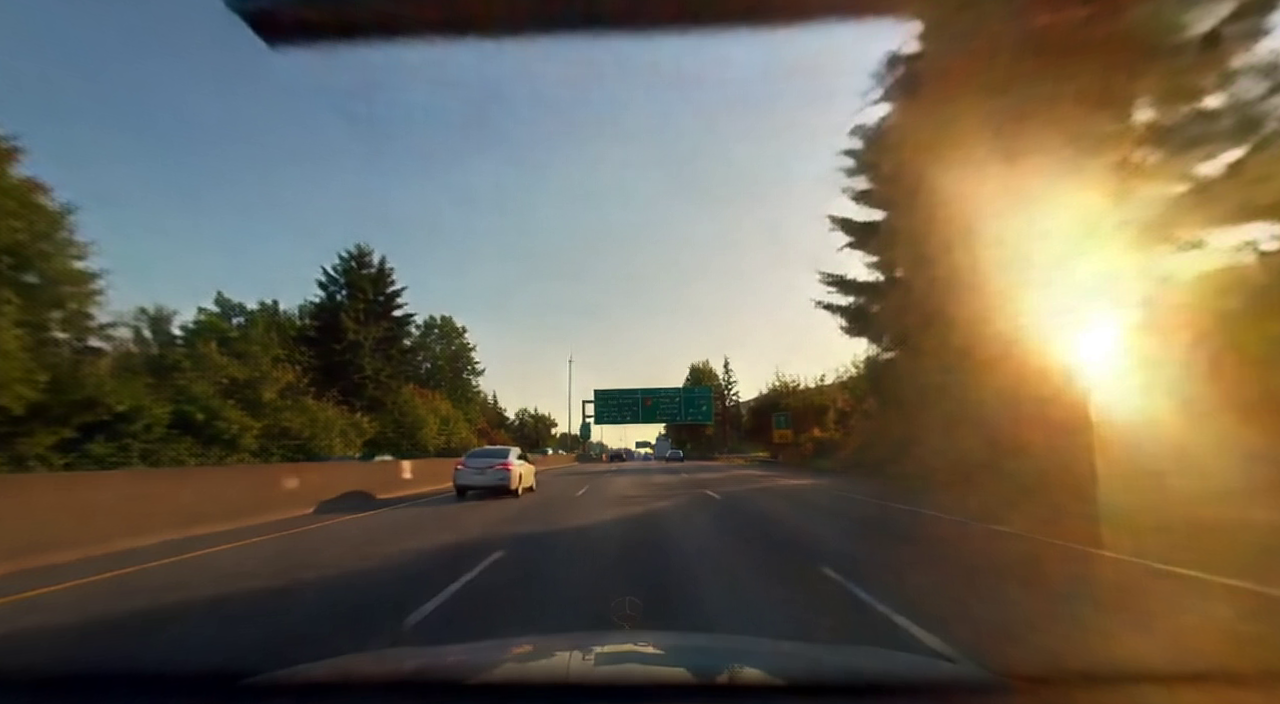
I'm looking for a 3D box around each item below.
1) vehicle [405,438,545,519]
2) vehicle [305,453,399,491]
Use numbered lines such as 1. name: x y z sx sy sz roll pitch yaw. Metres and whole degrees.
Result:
1. vehicle: -3.492 2.764 14.230 1.936 1.545 4.116 0 -9 2
2. vehicle: -12.287 5.129 27.250 1.926 1.463 4.422 0 -9 1
